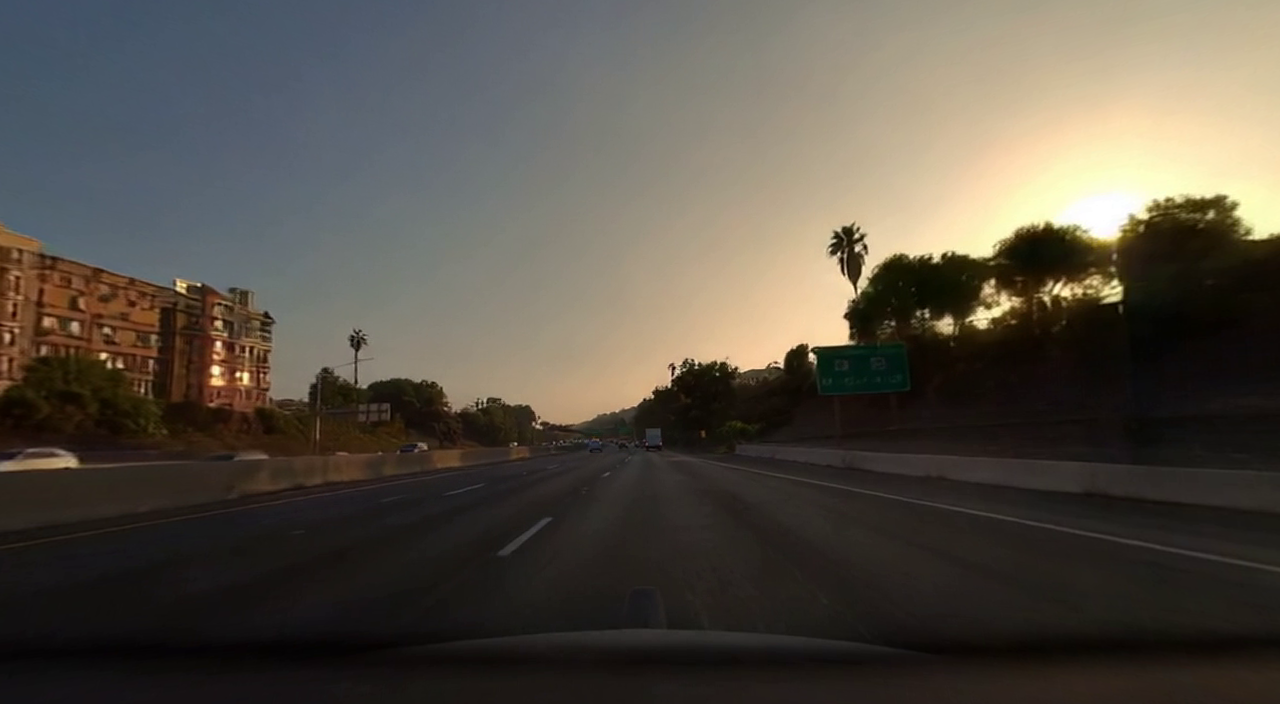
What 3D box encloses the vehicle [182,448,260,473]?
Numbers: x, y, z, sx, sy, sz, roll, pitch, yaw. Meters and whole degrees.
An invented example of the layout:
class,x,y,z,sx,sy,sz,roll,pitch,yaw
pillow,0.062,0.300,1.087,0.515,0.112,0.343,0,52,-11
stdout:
class,x,y,z,sx,sy,sz,roll,pitch,yaw
vehicle,-26.949,6.972,40.566,1.841,1.472,4.562,0,-8,1
